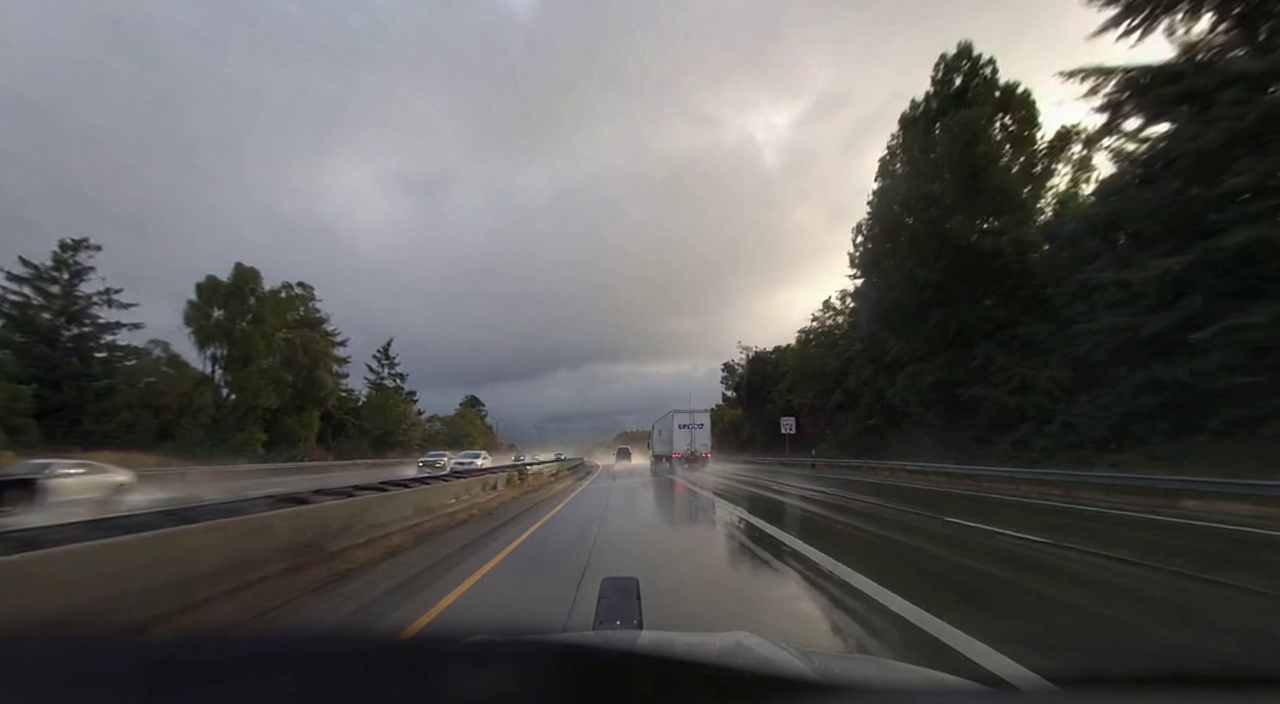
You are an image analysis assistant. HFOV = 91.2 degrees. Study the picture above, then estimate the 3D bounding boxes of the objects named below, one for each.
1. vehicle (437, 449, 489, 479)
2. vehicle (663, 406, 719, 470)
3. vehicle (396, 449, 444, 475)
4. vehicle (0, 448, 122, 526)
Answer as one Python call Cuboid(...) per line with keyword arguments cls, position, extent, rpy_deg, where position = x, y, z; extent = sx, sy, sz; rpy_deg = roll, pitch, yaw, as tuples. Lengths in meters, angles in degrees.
Cuboid(cls="vehicle", position=(-10.046, 6.382, 35.917), extent=(1.875, 1.565, 3.912), rpy_deg=(0, -9, -1))
Cuboid(cls="vehicle", position=(3.329, 5.947, 43.172), extent=(2.892, 3.928, 8.380), rpy_deg=(0, -9, -1))
Cuboid(cls="vehicle", position=(-14.264, 7.140, 40.865), extent=(1.813, 1.545, 3.874), rpy_deg=(0, -9, -1))
Cuboid(cls="vehicle", position=(-13.521, 2.799, 13.250), extent=(1.954, 1.499, 3.694), rpy_deg=(0, -9, -1))
